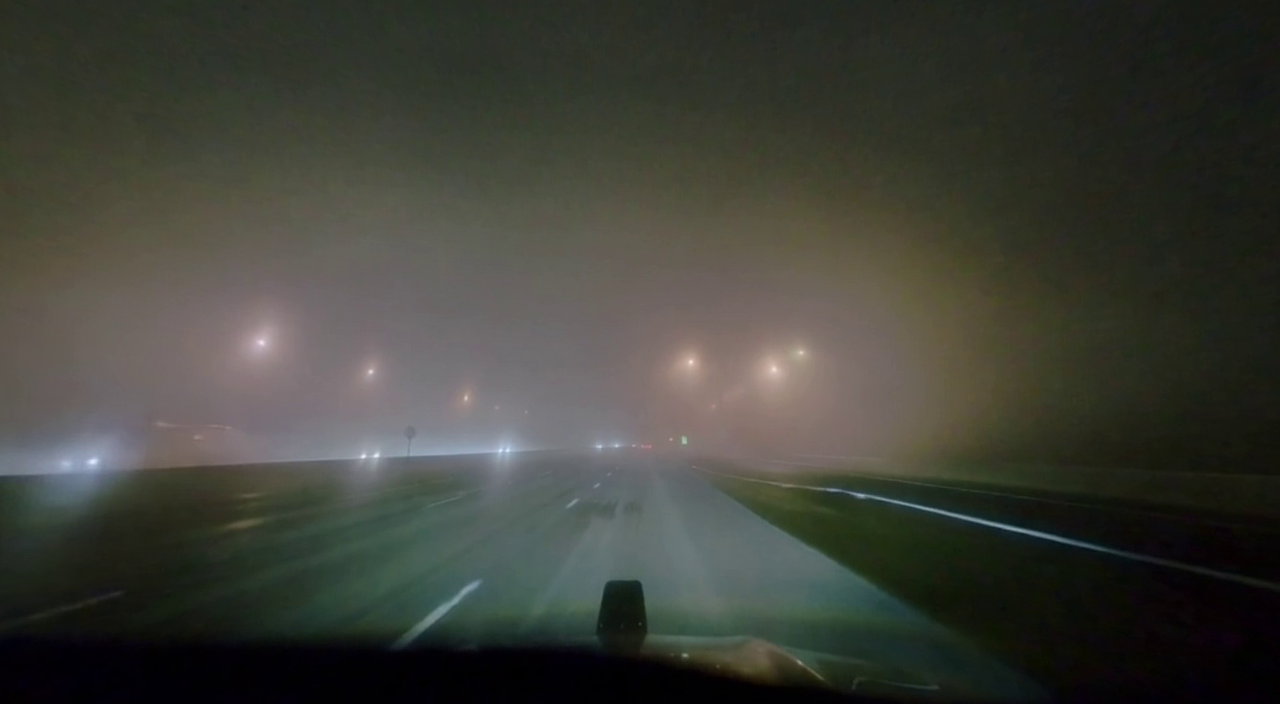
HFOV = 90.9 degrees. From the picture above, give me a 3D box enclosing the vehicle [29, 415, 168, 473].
[{"bbox_3d":[-36.427,6.274,42.891,2.926,3.590,6.935,-1,-8,2],"label":"vehicle"}]
